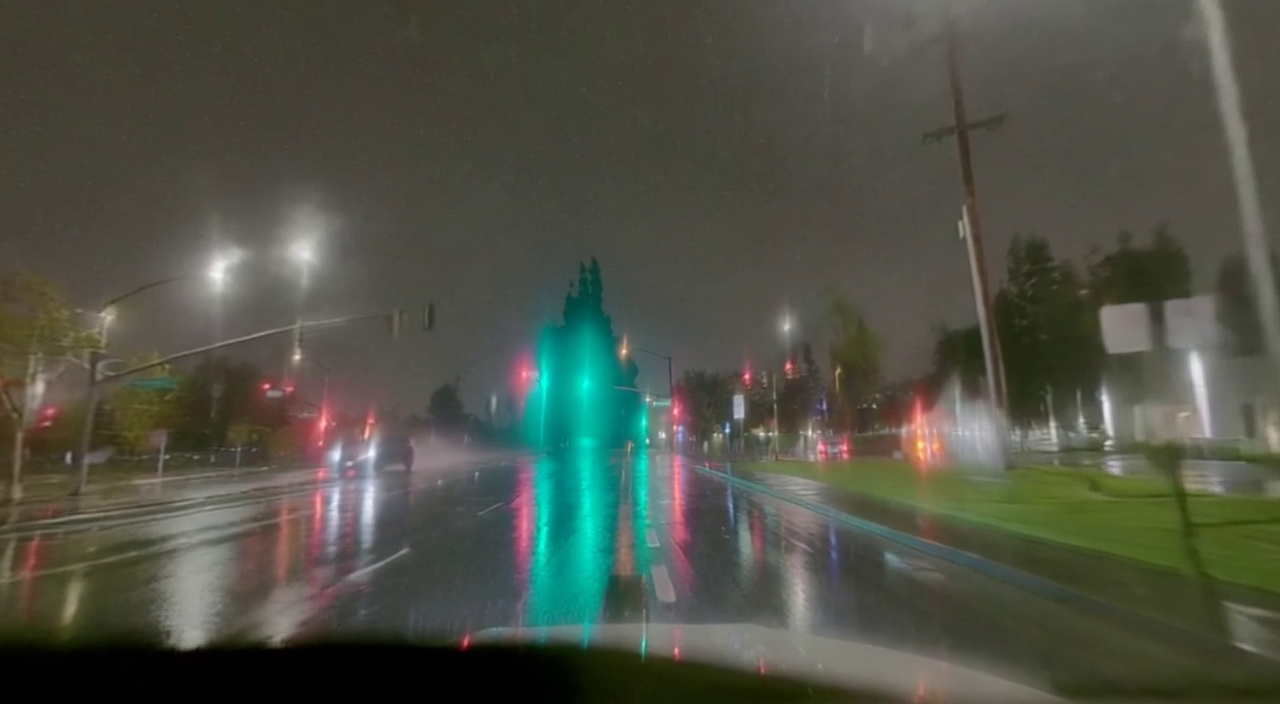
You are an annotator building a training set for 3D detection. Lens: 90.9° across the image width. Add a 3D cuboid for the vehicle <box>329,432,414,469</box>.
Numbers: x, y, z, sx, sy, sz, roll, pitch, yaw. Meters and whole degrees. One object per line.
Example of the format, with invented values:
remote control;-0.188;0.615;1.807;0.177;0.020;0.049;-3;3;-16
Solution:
vehicle;-15.084;5.590;35.823;2.437;1.910;5.780;0;-9;-2
